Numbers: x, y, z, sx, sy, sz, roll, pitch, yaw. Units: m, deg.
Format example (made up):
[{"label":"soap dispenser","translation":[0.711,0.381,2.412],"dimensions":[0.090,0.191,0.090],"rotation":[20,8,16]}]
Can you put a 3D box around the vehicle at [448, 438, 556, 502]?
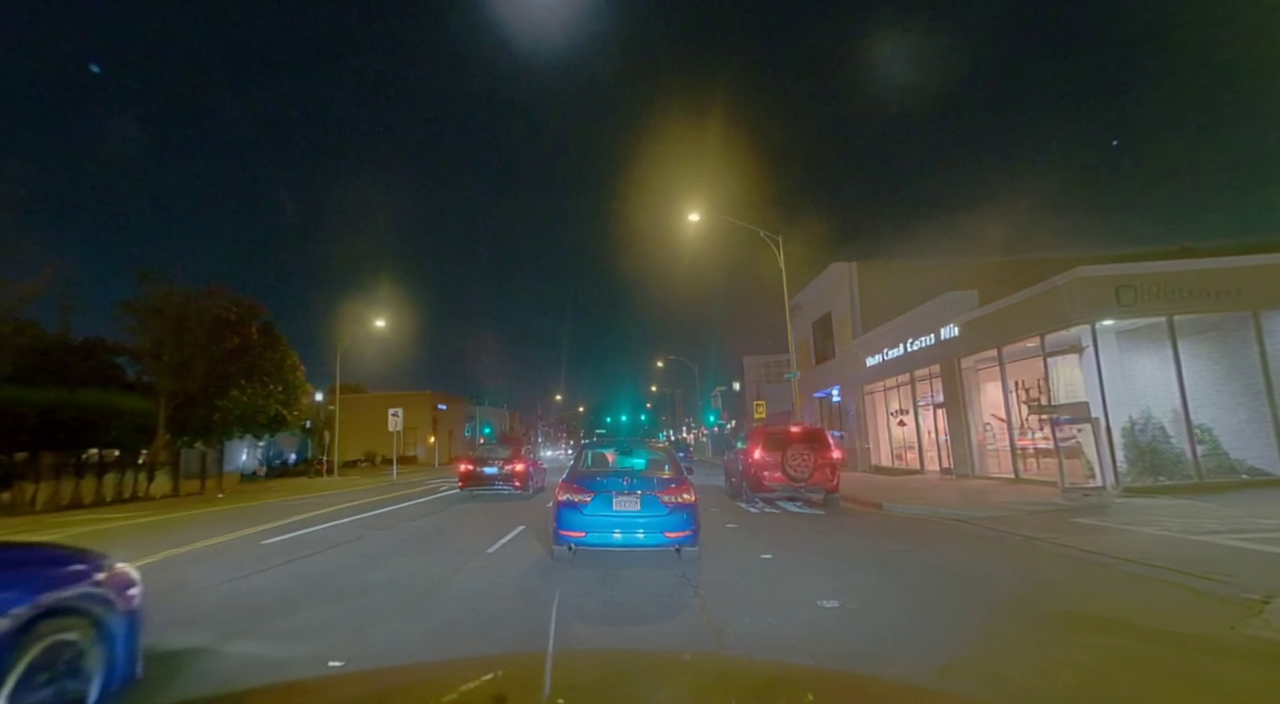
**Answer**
[{"label":"vehicle","translation":[-3.476,3.056,16.725],"dimensions":[1.905,1.473,4.016],"rotation":[0,-9,1]}]

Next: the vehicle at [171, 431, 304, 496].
[{"label":"vehicle","translation":[-19.166,5.321,30.510],"dimensions":[2.286,2.777,5.926],"rotation":[0,-9,2]}]

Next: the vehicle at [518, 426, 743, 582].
[{"label":"vehicle","translation":[-0.114,1.769,8.148],"dimensions":[2.160,1.482,4.037],"rotation":[0,-9,-1]}]

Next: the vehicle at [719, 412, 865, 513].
[{"label":"vehicle","translation":[3.310,2.524,14.838],"dimensions":[2.152,1.987,4.527],"rotation":[0,-9,-2]}]

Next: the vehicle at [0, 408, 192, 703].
[{"label":"vehicle","translation":[-3.393,0.750,1.025],"dimensions":[2.029,1.456,4.414],"rotation":[0,-9,1]}]
